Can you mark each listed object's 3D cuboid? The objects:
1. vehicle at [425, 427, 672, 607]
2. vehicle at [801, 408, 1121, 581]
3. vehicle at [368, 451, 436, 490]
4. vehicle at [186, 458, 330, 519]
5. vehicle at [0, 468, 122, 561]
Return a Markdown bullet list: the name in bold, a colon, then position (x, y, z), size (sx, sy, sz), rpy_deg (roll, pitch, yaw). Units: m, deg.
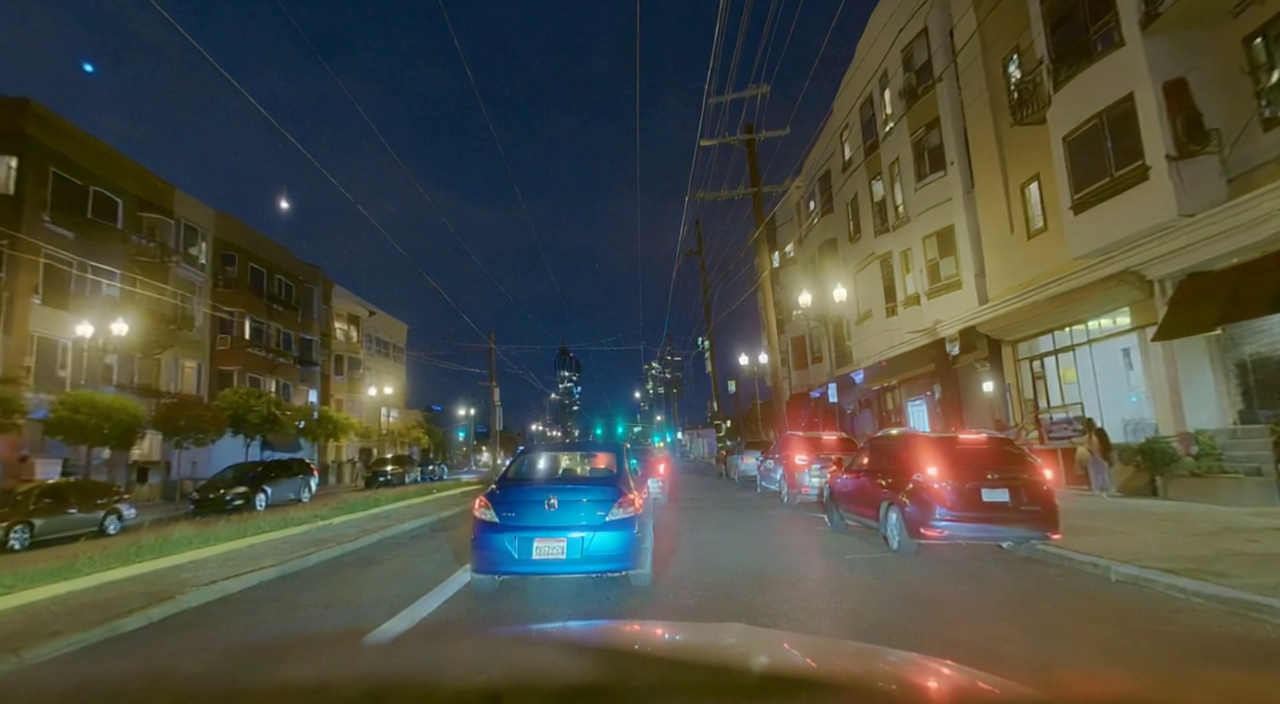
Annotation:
- **vehicle**: position (-0.726, 1.696, 7.531), size (2.019, 1.453, 4.603), rpy_deg (0, -8, 1)
- **vehicle**: position (3.792, 1.757, 8.607), size (1.967, 1.721, 4.410), rpy_deg (0, -9, -1)
- **vehicle**: position (-11.930, 5.919, 31.927), size (2.011, 1.687, 4.079), rpy_deg (-3, -8, -2)
- **vehicle**: position (-11.862, 4.228, 20.048), size (1.868, 1.491, 4.367), rpy_deg (-4, -9, 0)
- **vehicle**: position (-11.913, 2.902, 11.003), size (1.850, 1.487, 4.711), rpy_deg (-3, -8, -1)
